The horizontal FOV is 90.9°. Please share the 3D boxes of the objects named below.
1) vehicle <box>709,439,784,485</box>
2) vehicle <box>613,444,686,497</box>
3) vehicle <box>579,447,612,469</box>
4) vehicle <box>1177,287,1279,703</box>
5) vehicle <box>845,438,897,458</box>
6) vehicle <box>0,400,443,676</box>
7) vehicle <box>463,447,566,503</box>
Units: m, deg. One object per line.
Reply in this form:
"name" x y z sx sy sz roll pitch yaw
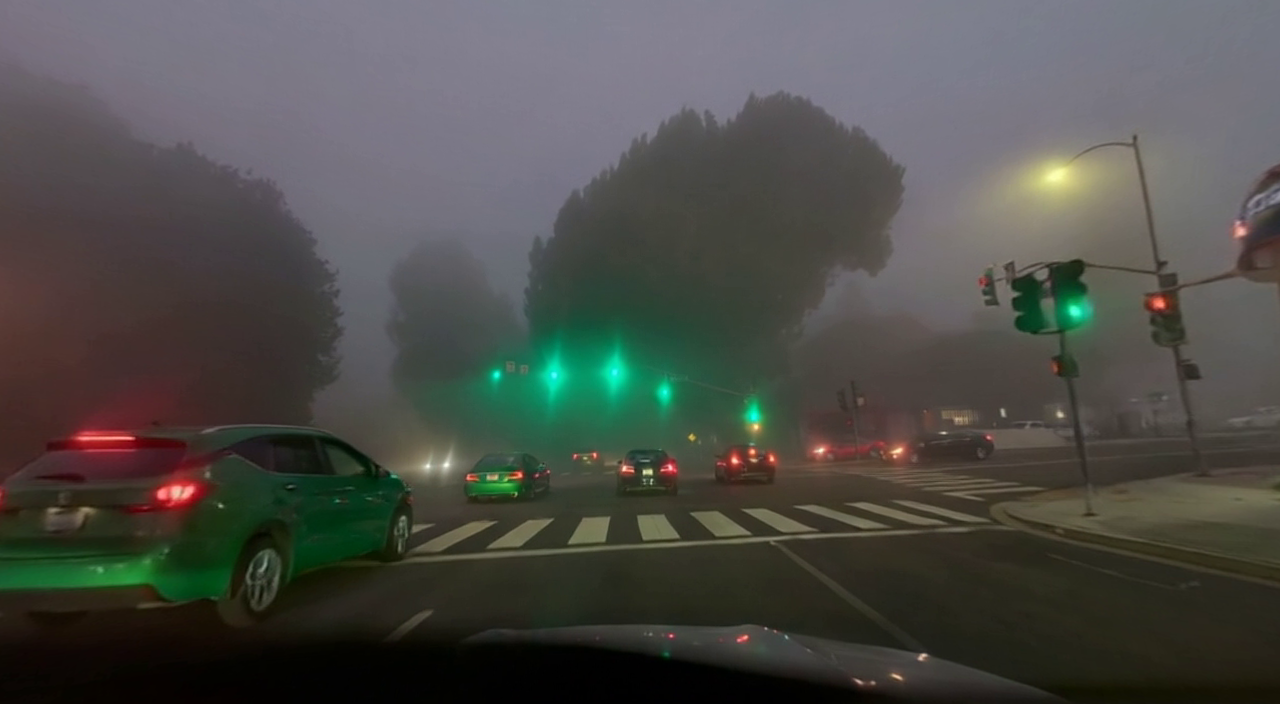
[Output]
"vehicle" 3.766 3.978 23.101 1.920 1.479 4.548 0 -8 -1
"vehicle" 0.296 3.566 19.350 1.994 1.433 3.894 0 -8 1
"vehicle" -3.237 7.844 46.906 1.896 1.501 4.390 -1 -8 3
"vehicle" 3.245 0.391 0.257 1.992 1.805 4.549 0 -8 0
"vehicle" 18.182 7.572 49.937 2.081 1.482 4.860 0 -8 -3
"vehicle" -3.805 1.510 6.404 2.023 1.687 4.874 0 -8 0
"vehicle" -3.575 3.579 18.830 1.995 1.436 4.500 -1 -8 2
